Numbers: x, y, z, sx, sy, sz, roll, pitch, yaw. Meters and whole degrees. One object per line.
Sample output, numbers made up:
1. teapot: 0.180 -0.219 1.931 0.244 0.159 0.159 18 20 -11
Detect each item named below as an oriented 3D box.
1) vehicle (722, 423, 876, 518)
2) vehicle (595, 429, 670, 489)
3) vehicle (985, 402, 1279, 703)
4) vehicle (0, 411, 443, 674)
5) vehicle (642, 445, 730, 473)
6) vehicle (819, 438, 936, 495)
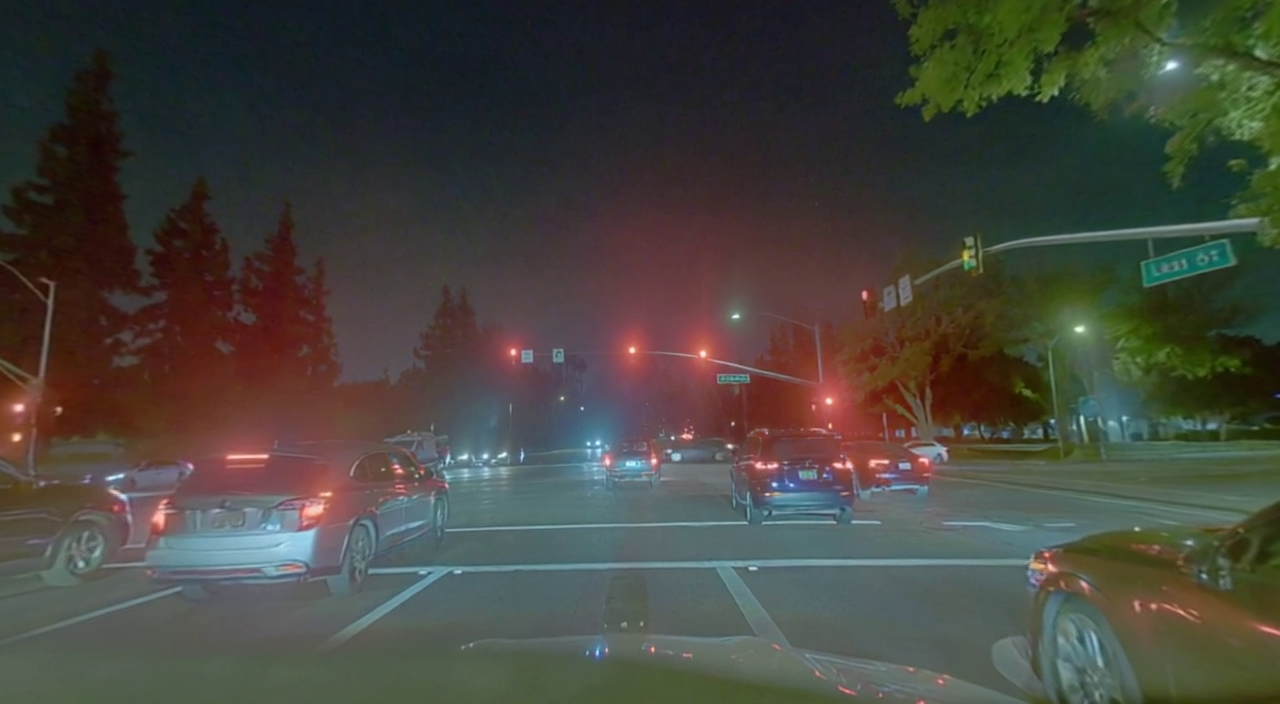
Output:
1. vehicle: 3.184 2.484 13.732 2.097 1.707 4.461 0 -8 -1
2. vehicle: -0.203 3.472 20.682 2.215 1.749 3.976 0 -8 1
3. vehicle: 3.130 0.839 1.681 1.960 1.460 4.233 0 -8 -1
4. vehicle: -3.542 1.414 5.871 1.941 1.492 4.399 0 -8 1
5. vehicle: 2.183 5.231 30.925 4.094 1.328 1.700 0 -8 -4
6. vehicle: 6.579 3.203 17.998 1.847 1.432 4.039 0 -8 2
